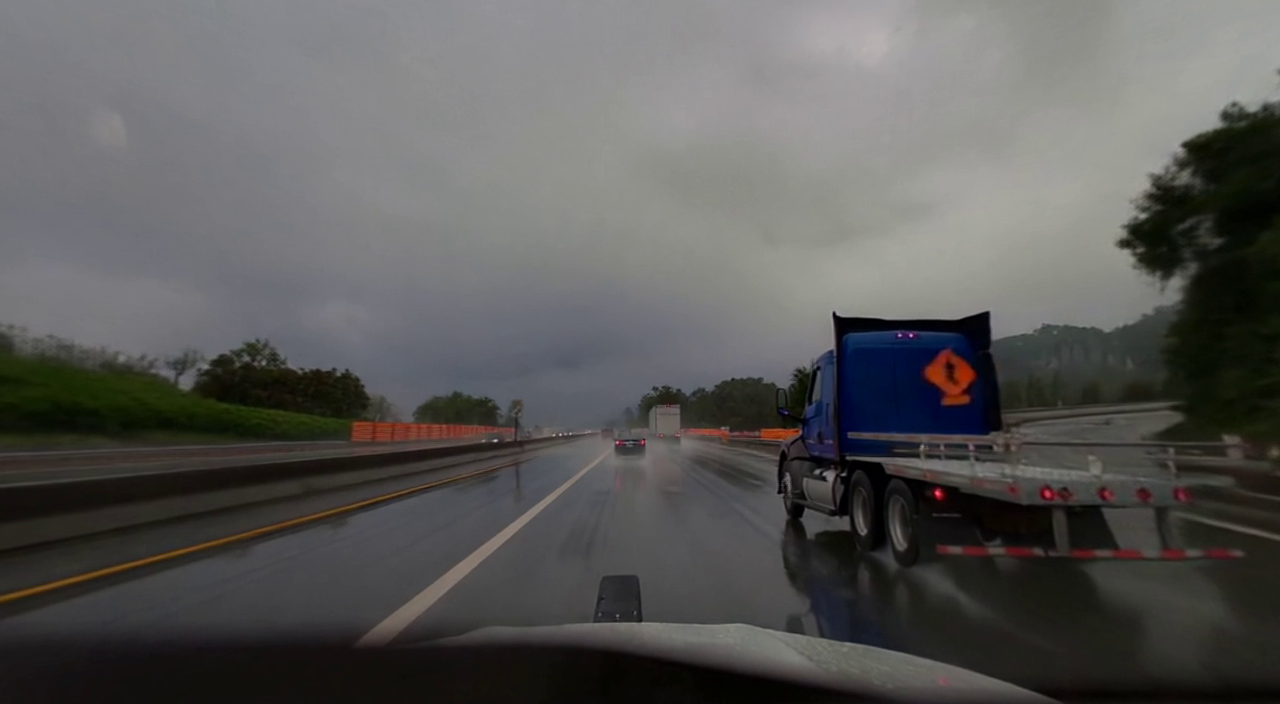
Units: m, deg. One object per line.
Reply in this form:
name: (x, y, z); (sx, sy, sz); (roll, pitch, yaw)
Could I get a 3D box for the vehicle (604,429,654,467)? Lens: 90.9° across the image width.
vehicle: (-0.464, 3.989, 26.416); (1.929, 1.469, 3.677); (0, -8, -1)

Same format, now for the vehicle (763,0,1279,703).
vehicle: (3.494, 0.094, 4.152); (2.919, 3.634, 10.888); (0, -8, -1)
